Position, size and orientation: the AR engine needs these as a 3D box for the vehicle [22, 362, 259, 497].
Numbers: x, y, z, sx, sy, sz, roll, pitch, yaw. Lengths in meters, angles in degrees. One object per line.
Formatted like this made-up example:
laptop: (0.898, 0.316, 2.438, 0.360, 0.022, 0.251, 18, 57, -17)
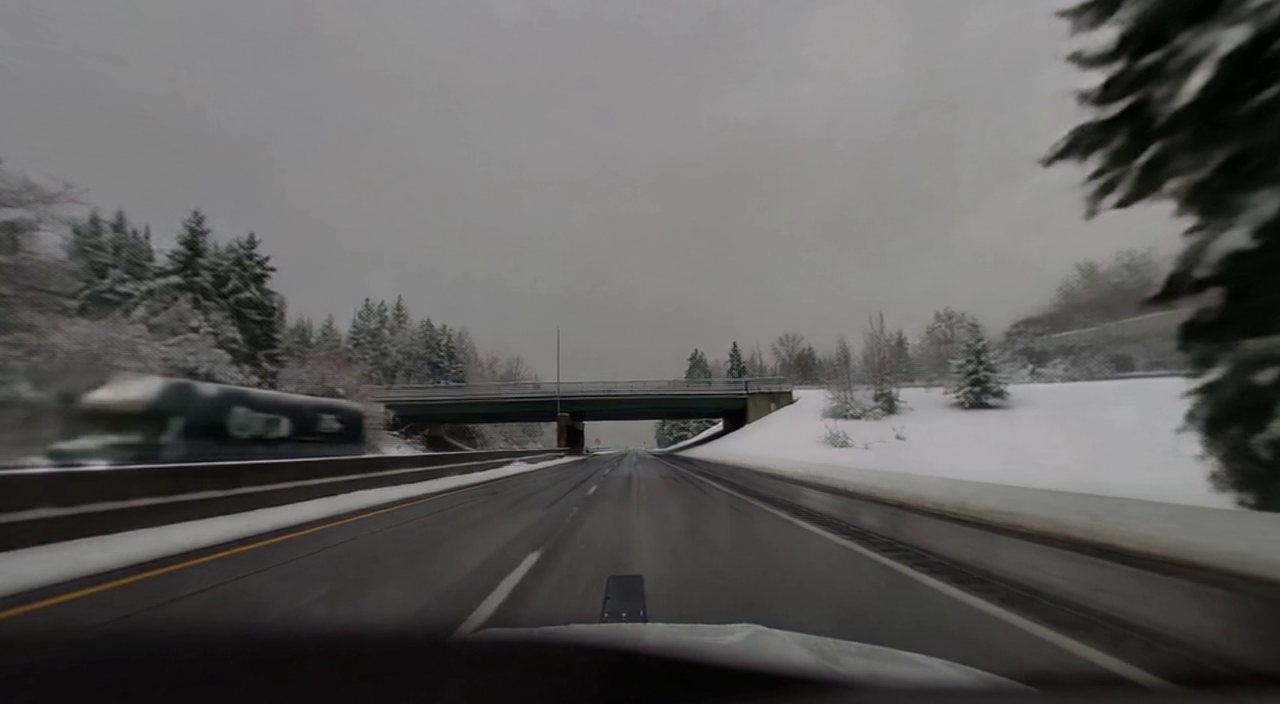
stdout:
vehicle: (-16.296, 2.669, 21.314, 3.008, 3.916, 5.886, 0, -9, -1)
